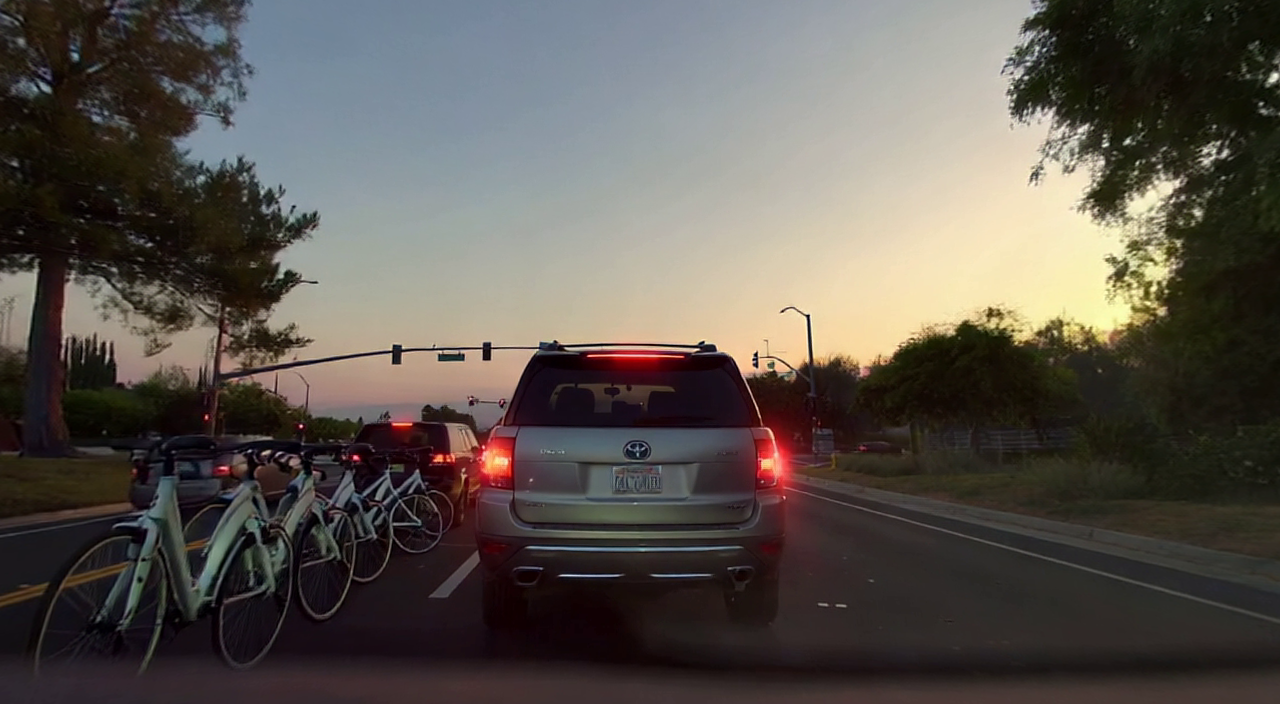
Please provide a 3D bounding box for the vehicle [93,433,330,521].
[{"bbox_3d":[-8.549,2.508,13.292,2.026,1.479,4.712,1,-8,-6],"label":"vehicle"}]

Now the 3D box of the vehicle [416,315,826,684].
[{"bbox_3d":[-0.248,1.158,6.000,2.333,2.087,4.586,1,-8,-4],"label":"vehicle"}]

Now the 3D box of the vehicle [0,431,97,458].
[{"bbox_3d":[-35.751,5.549,38.208,3.926,1.536,1.731,1,-7,-10],"label":"vehicle"}]

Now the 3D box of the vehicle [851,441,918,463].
[{"bbox_3d":[18.784,7.675,48.582,4.435,1.574,1.816,1,-9,-9],"label":"vehicle"}]

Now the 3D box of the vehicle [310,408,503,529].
[{"bbox_3d":[-4.215,2.219,12.610,2.337,1.858,5.409,1,-9,-7],"label":"vehicle"}]
